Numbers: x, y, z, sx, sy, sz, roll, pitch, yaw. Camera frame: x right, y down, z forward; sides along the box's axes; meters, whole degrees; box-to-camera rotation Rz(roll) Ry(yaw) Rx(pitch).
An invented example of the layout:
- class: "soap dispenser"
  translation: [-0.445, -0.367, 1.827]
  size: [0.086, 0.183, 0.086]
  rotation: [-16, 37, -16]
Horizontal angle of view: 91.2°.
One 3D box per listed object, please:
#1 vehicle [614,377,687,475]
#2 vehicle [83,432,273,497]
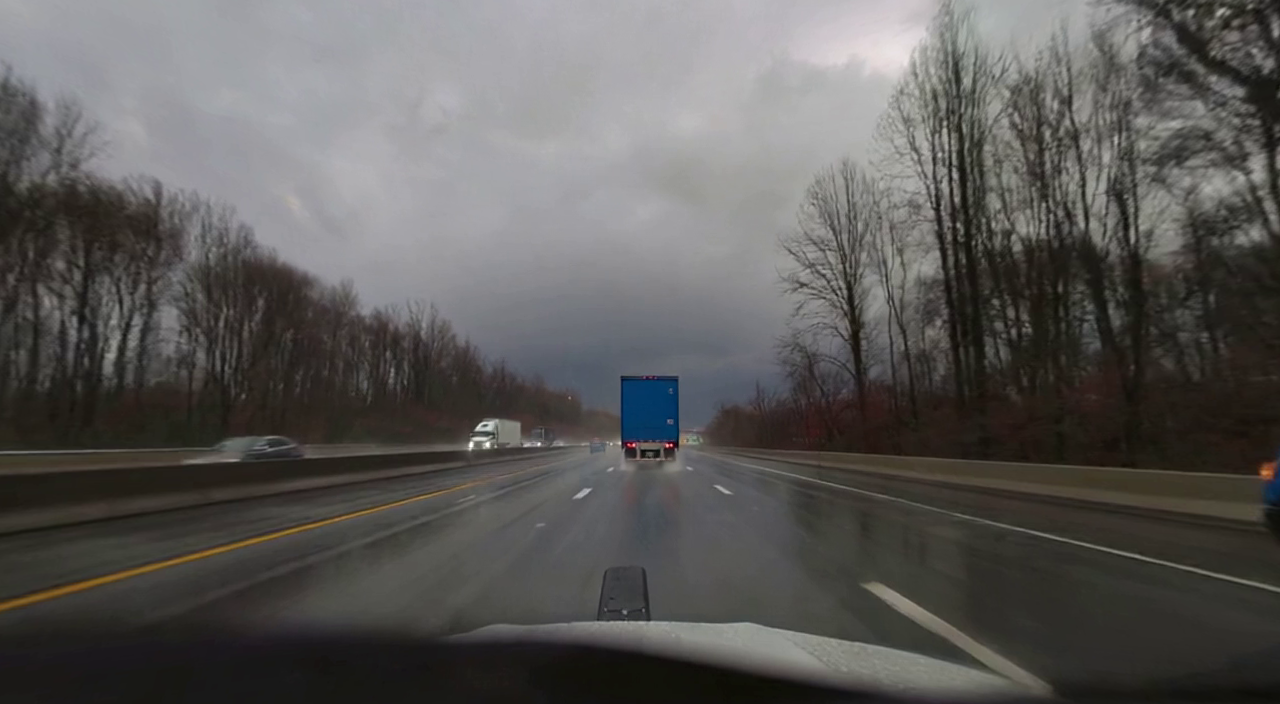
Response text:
- class: "vehicle"
  translation: [0.479, 3.812, 31.275]
  size: [3.010, 4.039, 10.481]
  rotation: [0, -8, 0]
- class: "vehicle"
  translation: [-13.151, 3.206, 18.334]
  size: [2.041, 1.648, 4.501]
  rotation: [0, -8, 1]
